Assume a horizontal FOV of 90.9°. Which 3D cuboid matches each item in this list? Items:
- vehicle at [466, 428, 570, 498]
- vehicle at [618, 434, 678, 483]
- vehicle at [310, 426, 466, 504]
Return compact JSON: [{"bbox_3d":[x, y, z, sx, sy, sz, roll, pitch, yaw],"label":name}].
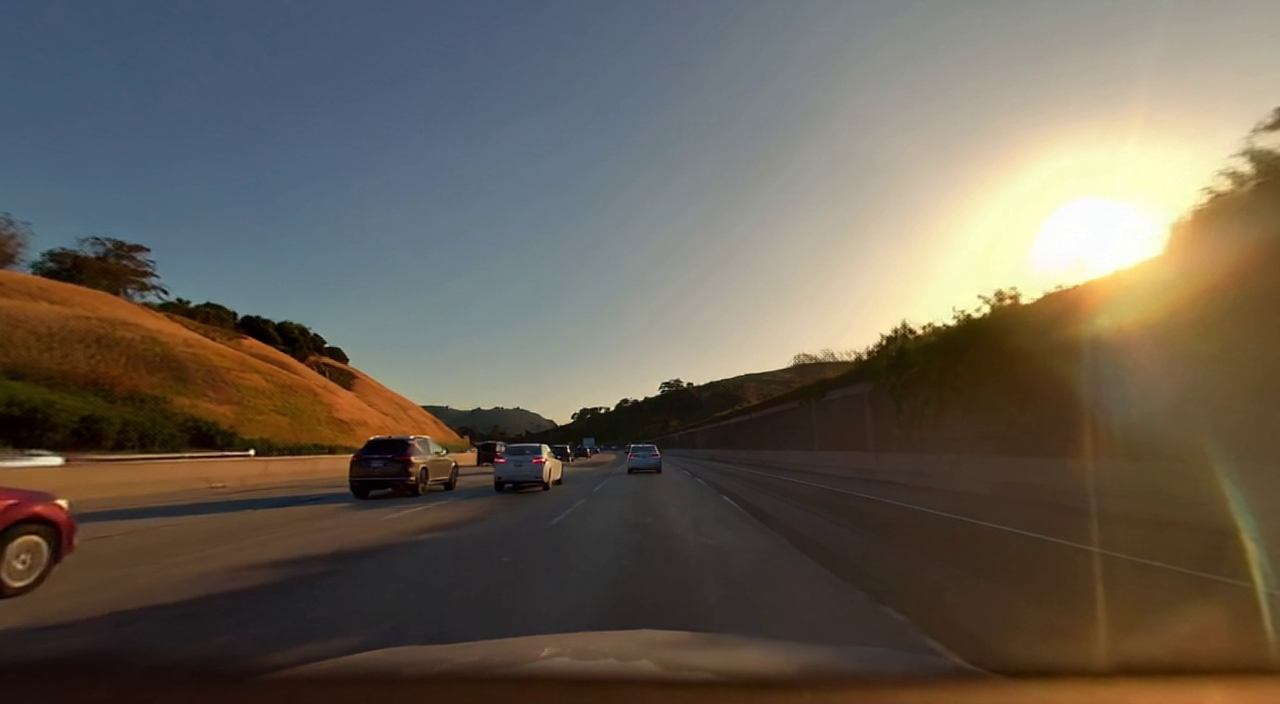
[{"bbox_3d":[-3.423,3.236,18.742,2.093,1.820,4.506,0,-9,1],"label":"vehicle"},{"bbox_3d":[0.286,4.312,25.824,2.233,1.804,4.273,0,-9,0],"label":"vehicle"},{"bbox_3d":[-6.808,3.111,17.839,2.108,1.856,5.214,0,-9,2],"label":"vehicle"}]
